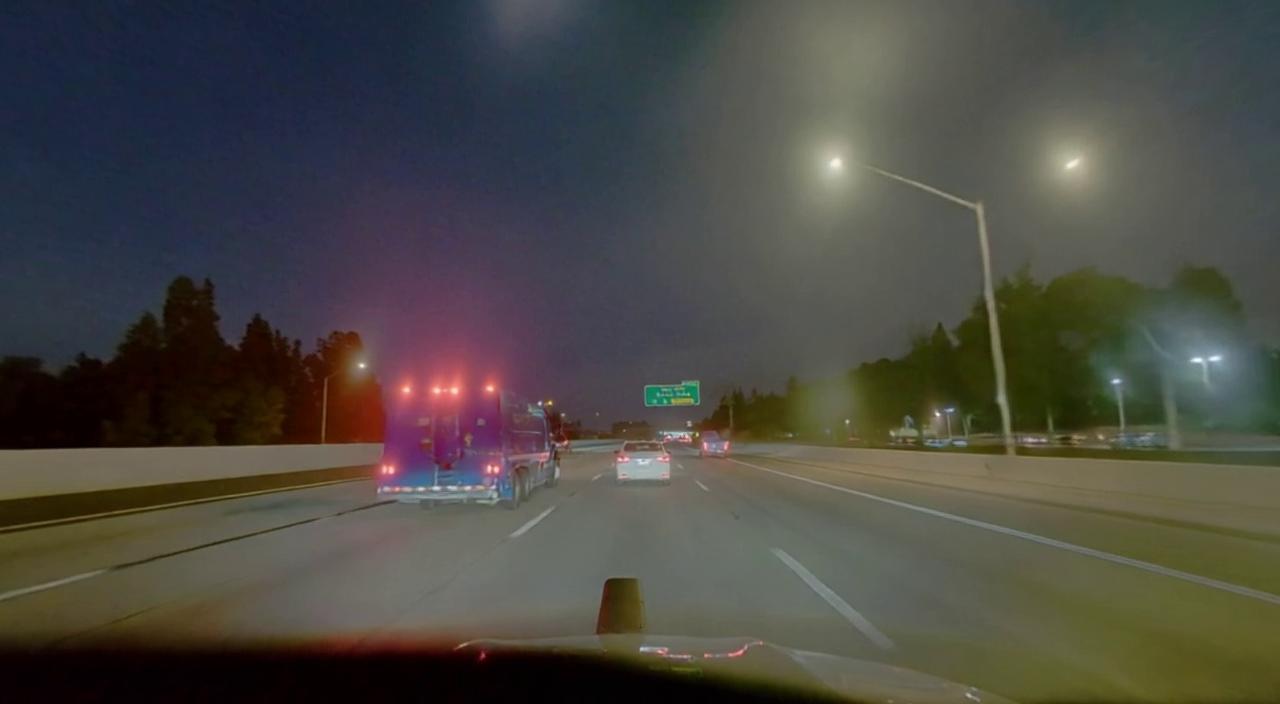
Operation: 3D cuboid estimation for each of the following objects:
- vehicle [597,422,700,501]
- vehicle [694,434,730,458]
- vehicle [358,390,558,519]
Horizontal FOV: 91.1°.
[{"bbox_3d":[0.185,2.650,15.535,2.165,1.653,4.456,0,-8,0],"label":"vehicle"},{"bbox_3d":[5.053,6.653,44.466,2.079,1.656,4.506,0,-8,1],"label":"vehicle"},{"bbox_3d":[-3.395,2.109,13.303,2.526,2.146,5.594,0,-8,0],"label":"vehicle"}]
